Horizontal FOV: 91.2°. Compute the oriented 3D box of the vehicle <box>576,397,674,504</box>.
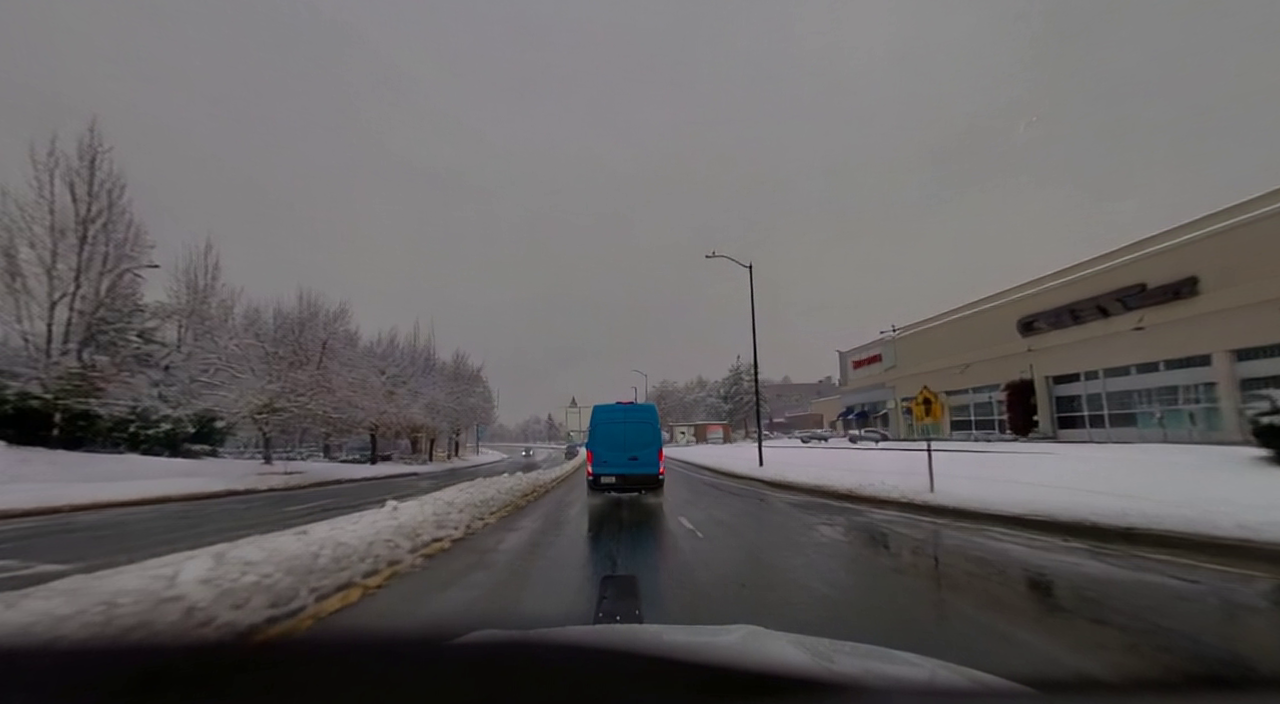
[{"bbox_3d":[-0.597,2.879,18.467,2.432,2.624,5.670,0,-9,-4],"label":"vehicle"}]
